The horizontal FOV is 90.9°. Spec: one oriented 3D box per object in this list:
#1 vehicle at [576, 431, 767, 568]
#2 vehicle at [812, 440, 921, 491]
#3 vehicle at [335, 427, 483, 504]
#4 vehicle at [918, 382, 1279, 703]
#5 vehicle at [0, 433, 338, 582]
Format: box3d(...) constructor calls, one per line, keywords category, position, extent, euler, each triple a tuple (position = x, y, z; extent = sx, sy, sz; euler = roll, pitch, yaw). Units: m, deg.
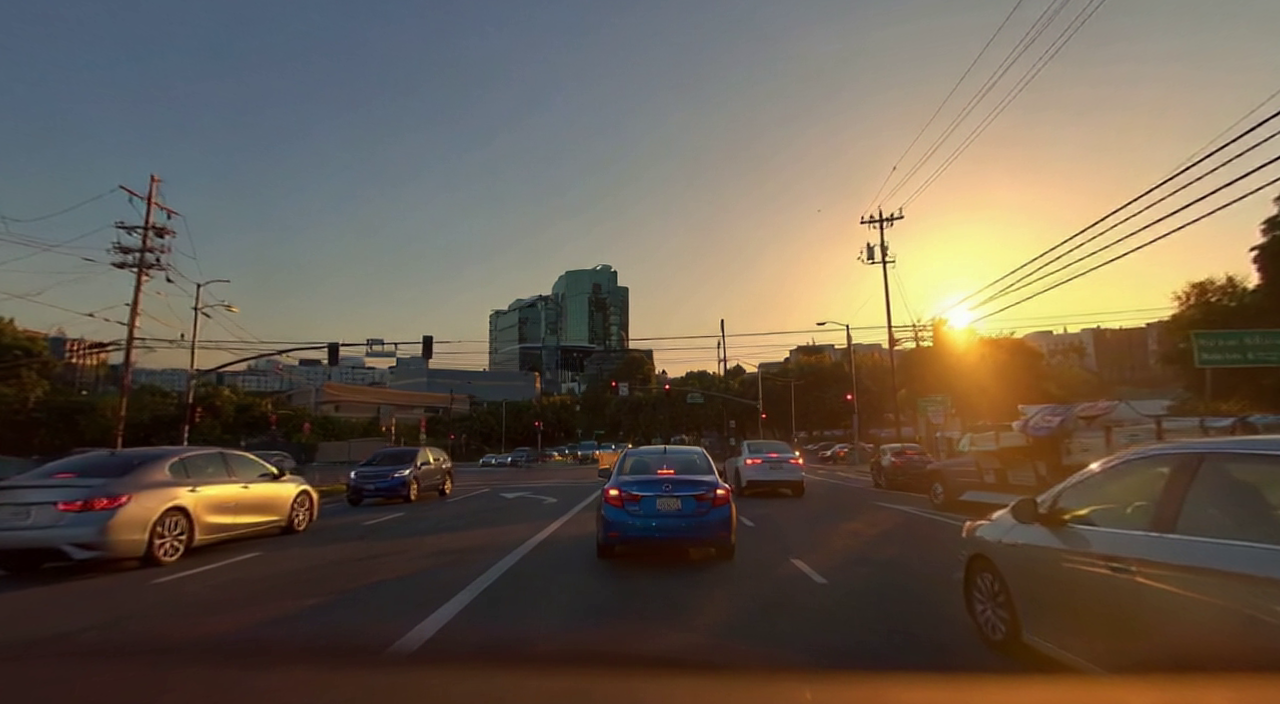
box3d(category="vehicle", position=(0.328, 1.928, 9.050), extent=(2.109, 1.483, 3.964), euler=(0, -8, -1))
box3d(category="vehicle", position=(7.277, 3.670, 20.811), extent=(1.867, 1.459, 4.436), euler=(0, -8, -1))
box3d(category="vehicle", position=(-6.238, 3.108, 17.857), extent=(2.070, 1.824, 5.196), euler=(-1, -8, 2))
box3d(category="vehicle", position=(3.114, 0.961, 2.815), extent=(1.870, 1.523, 4.096), euler=(0, -8, 0))
box3d(category="vehicle", position=(-6.406, 1.934, 8.840), extent=(1.955, 1.497, 4.639), euler=(-1, -8, 1))
